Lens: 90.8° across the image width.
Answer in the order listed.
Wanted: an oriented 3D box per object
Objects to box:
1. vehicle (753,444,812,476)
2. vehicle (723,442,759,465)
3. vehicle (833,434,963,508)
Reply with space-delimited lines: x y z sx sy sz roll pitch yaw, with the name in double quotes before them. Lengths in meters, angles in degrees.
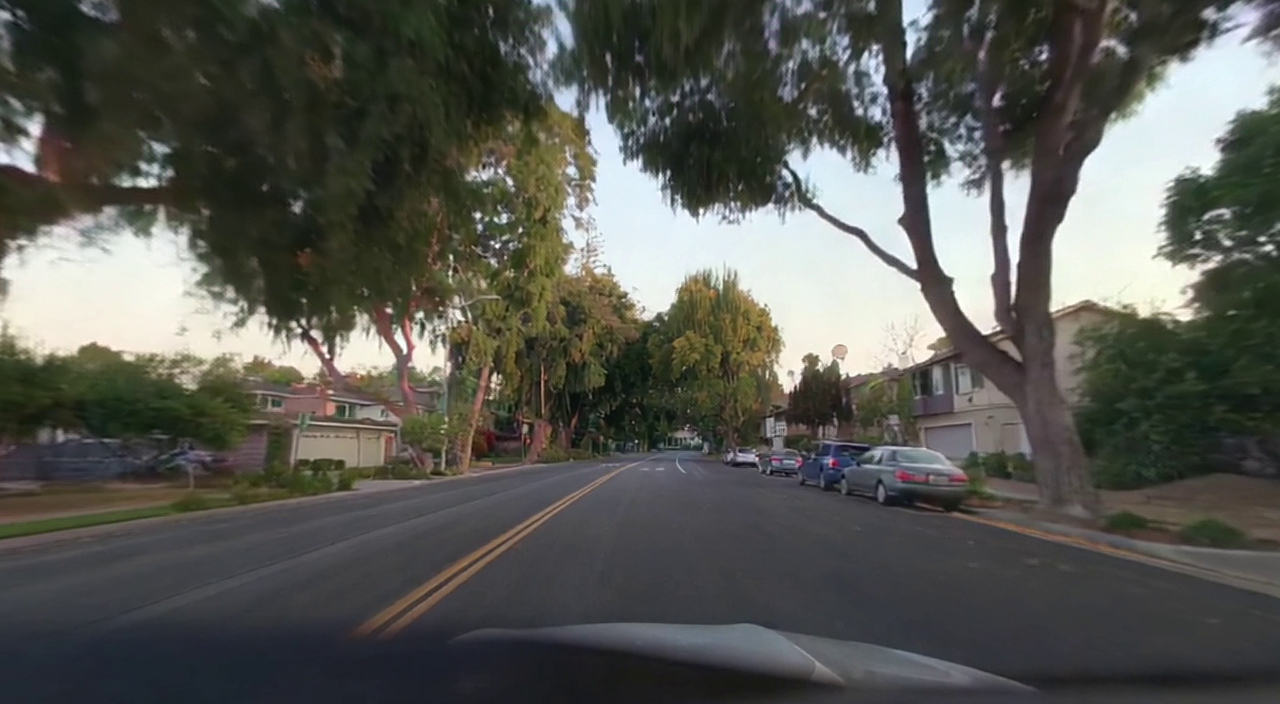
"vehicle" 6.926 5.287 31.234 1.913 1.479 4.209 0 -9 0
"vehicle" 7.368 7.448 46.556 1.893 1.543 4.434 0 -9 0
"vehicle" 6.451 2.991 16.280 1.798 1.669 3.626 0 -9 0
